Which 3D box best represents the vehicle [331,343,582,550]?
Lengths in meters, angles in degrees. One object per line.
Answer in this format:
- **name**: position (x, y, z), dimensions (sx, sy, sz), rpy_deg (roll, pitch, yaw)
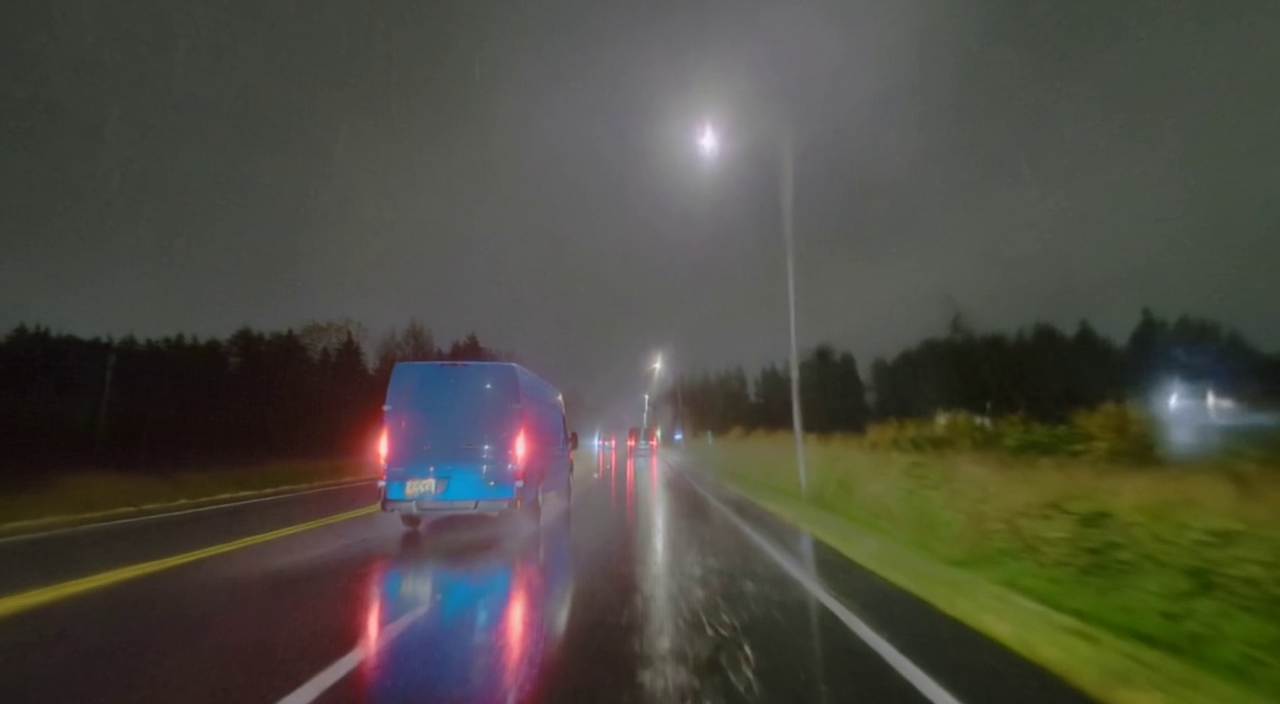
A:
- **vehicle**: position (-2.615, 1.616, 11.089), dimensions (2.497, 2.628, 6.016), rpy_deg (0, -8, 1)
